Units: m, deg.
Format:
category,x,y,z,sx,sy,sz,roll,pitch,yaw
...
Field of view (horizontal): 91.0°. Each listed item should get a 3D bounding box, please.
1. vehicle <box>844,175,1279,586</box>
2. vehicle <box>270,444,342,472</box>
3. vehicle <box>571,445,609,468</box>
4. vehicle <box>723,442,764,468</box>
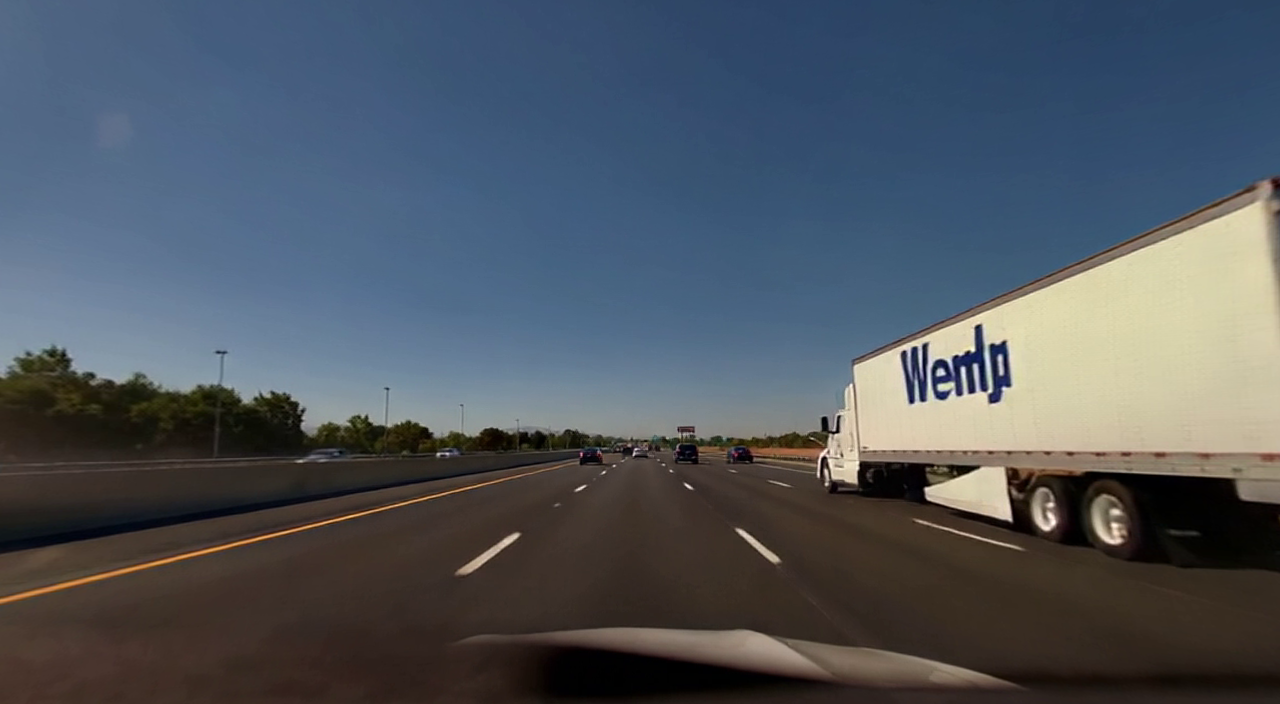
category,x,y,z,sx,sy,sz,roll,pitch,yaw
vehicle,8.005,1.198,12.350,2.912,4.143,15.538,0,-9,0
vehicle,-21.452,6.790,40.617,1.901,1.694,4.592,0,-9,3
vehicle,-3.399,7.273,44.019,2.164,1.507,4.748,0,-9,1
vehicle,7.148,7.173,43.965,2.188,1.727,4.381,0,-9,1
